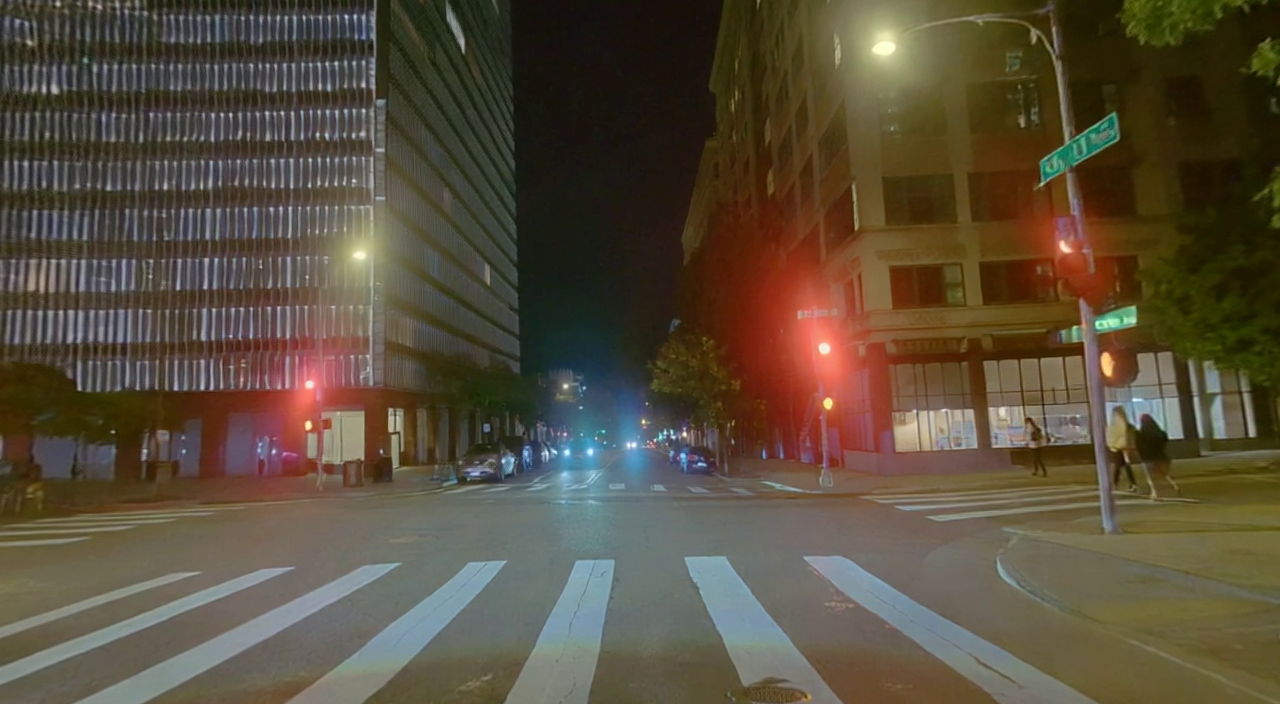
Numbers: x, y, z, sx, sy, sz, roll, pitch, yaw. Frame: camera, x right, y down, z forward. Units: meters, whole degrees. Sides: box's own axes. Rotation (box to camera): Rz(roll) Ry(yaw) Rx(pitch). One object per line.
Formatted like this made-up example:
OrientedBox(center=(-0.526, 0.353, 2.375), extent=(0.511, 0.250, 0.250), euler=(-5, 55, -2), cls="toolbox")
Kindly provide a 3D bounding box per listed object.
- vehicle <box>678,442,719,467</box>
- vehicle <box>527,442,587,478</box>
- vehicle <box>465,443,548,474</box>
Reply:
OrientedBox(center=(3.541, 6.276, 38.860), extent=(1.853, 1.426, 4.160), euler=(1, -8, -3), cls="vehicle")
OrientedBox(center=(-3.670, 4.843, 28.623), extent=(1.989, 1.481, 4.500), euler=(0, -8, 1), cls="vehicle")
OrientedBox(center=(-8.011, 6.358, 38.030), extent=(4.526, 1.726, 1.963), euler=(8, -12, -44), cls="vehicle")
